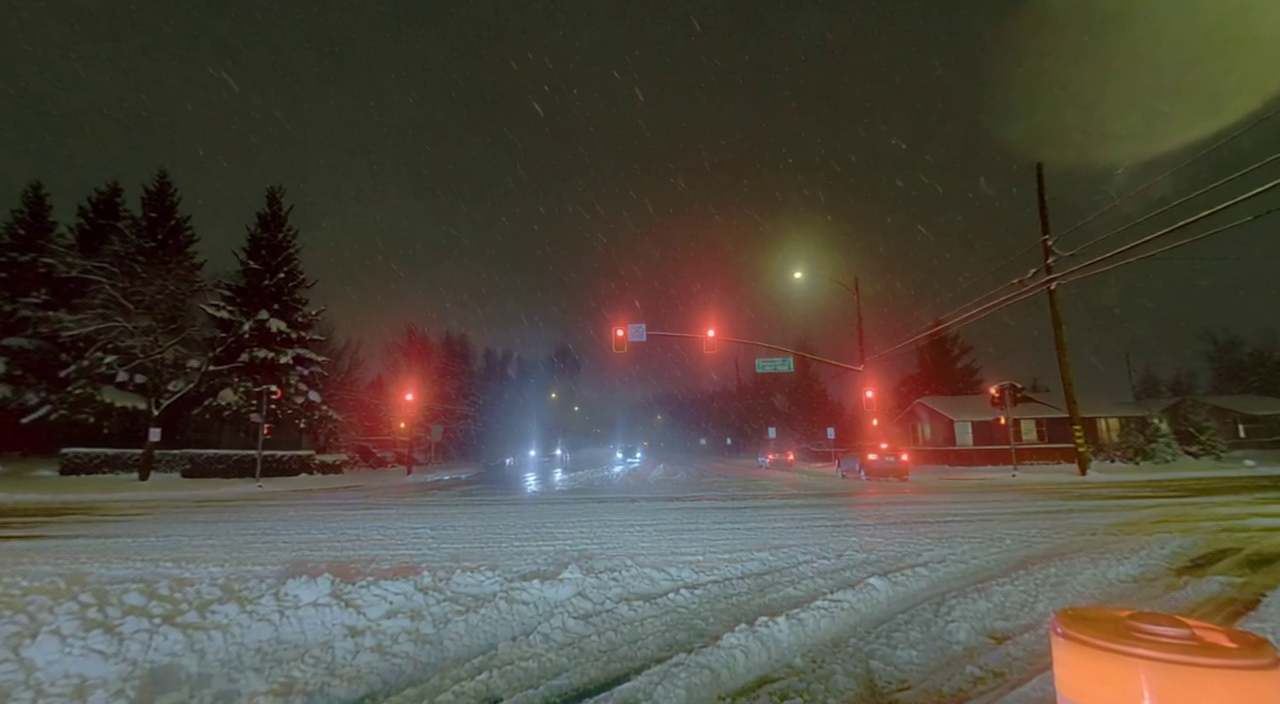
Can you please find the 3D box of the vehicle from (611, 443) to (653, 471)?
[{"bbox_3d":[-0.434,5.693,34.484,2.105,1.457,4.173,0,-8,-1],"label":"vehicle"}]

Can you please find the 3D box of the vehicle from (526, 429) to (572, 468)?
[{"bbox_3d":[-6.778,7.245,47.690,2.625,2.726,6.138,0,-8,-1],"label":"vehicle"}]

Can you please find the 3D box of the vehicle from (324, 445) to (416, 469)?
[{"bbox_3d":[-16.404,6.380,38.605,4.713,1.409,1.918,0,-8,-2],"label":"vehicle"}]

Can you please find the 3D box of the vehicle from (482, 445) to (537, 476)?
[{"bbox_3d":[-6.607,5.530,32.399,1.881,1.452,4.121,0,-8,0],"label":"vehicle"}]

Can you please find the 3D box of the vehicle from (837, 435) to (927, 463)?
[{"bbox_3d":[15.379,6.184,40.329,4.892,1.656,1.856,0,-8,0],"label":"vehicle"}]
